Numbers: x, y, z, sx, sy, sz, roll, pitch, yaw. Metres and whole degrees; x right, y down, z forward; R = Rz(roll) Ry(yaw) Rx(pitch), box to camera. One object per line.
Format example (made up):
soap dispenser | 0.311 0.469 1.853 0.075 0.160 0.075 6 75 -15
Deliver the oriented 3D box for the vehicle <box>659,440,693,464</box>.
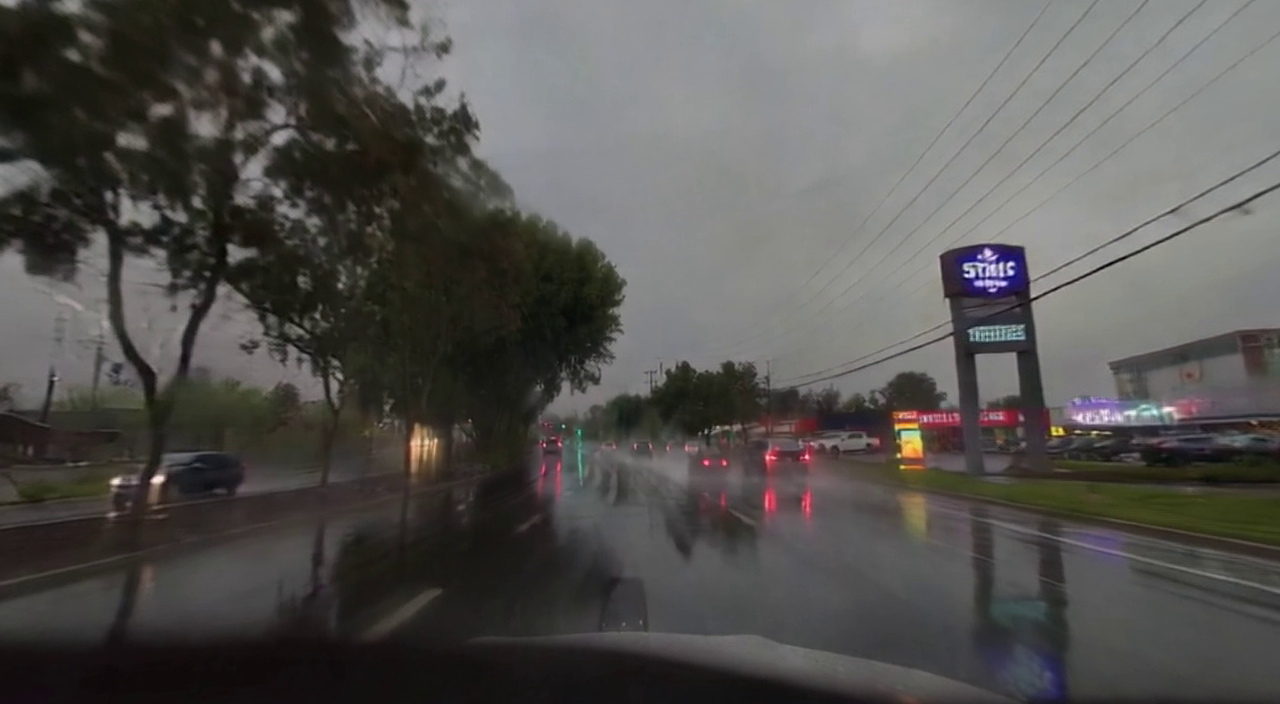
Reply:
vehicle | 2.692 7.647 48.186 2.250 1.723 4.424 1 -8 -2

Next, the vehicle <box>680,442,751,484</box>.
vehicle | 2.832 4.268 24.677 2.130 1.476 4.453 0 -8 -1

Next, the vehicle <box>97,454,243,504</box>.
vehicle | -16.249 4.371 22.132 1.873 1.507 4.204 0 -8 -1
